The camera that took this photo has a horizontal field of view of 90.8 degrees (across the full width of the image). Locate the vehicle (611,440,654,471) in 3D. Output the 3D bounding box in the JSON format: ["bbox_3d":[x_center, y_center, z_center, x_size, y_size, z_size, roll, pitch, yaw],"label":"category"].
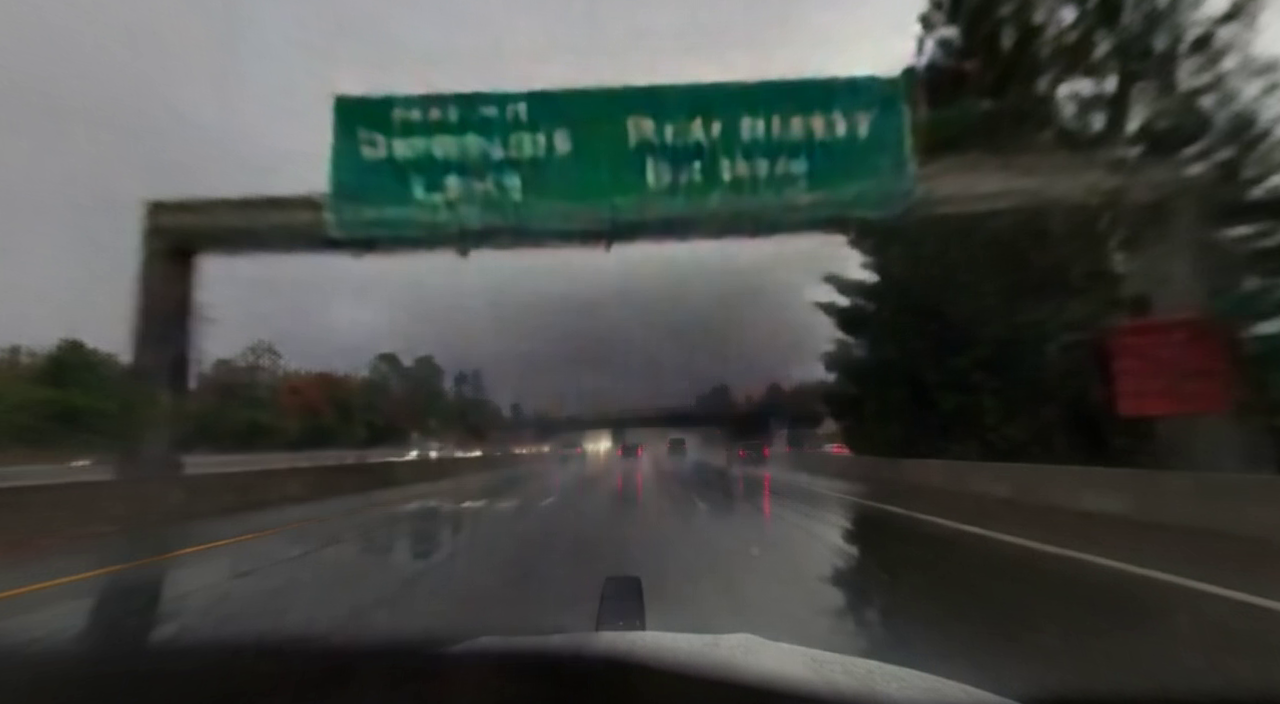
[{"bbox_3d":[-0.391,5.275,32.360,2.075,1.486,4.007,0,-8,-1],"label":"vehicle"}]

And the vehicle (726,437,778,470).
[{"bbox_3d":[5.758,5.290,33.040,1.936,1.625,3.991,0,-9,-1],"label":"vehicle"}]

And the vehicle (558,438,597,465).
[{"bbox_3d":[-4.218,6.819,43.367,2.113,1.756,4.471,0,-9,1],"label":"vehicle"}]
